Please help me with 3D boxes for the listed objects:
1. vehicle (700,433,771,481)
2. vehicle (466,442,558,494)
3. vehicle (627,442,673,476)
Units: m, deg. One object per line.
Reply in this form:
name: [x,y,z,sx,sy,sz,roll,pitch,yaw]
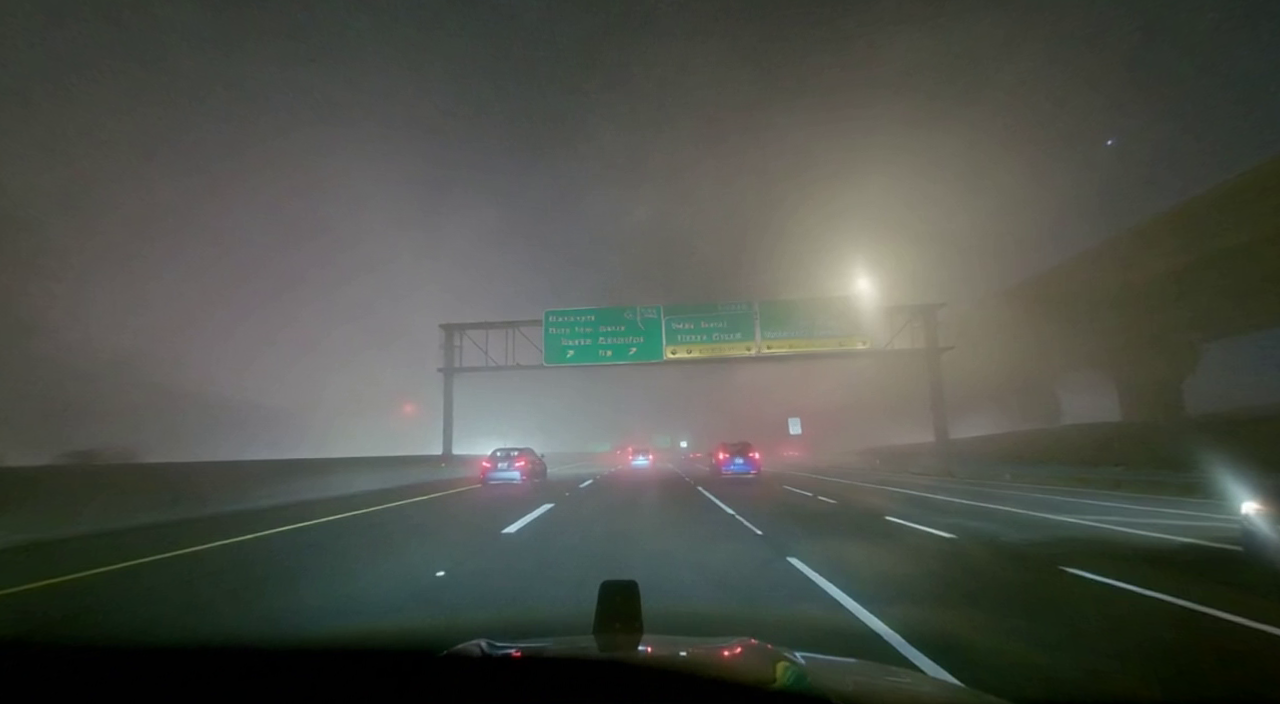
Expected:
vehicle: [3.769,4.239,25.606,2.202,1.748,4.158,0,-9,0]
vehicle: [-3.993,3.681,20.355,2.031,1.491,4.145,0,-9,1]
vehicle: [0.499,5.175,30.661,2.089,1.493,3.964,0,-8,1]
